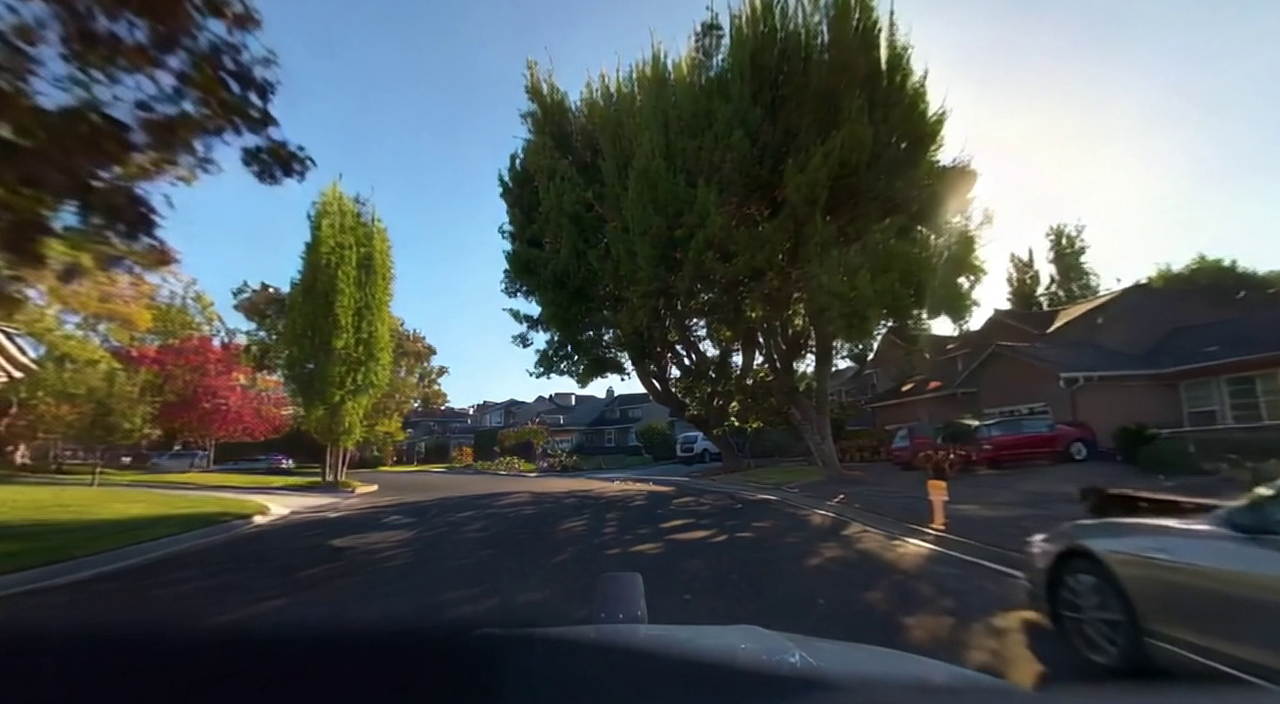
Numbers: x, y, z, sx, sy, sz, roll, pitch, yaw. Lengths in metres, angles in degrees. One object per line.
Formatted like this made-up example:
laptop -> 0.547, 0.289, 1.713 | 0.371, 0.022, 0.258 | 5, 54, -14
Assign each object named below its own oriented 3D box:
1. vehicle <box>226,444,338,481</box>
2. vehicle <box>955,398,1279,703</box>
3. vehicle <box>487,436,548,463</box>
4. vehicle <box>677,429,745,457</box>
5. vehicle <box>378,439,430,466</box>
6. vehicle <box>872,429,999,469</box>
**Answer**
vehicle -> -16.911, 5.201, 29.791 | 4.330, 1.657, 2.037 | -3, -9, 15
vehicle -> 3.441, 0.914, 2.335 | 1.998, 1.489, 4.722 | 0, -9, -1
vehicle -> -8.526, 6.846, 44.367 | 2.064, 1.758, 5.132 | -3, -9, 16
vehicle -> 4.900, 6.246, 42.899 | 2.208, 1.773, 5.065 | -7, -11, 39
vehicle -> -17.637, 7.505, 47.272 | 1.987, 1.484, 4.477 | -1, -3, 4
vehicle -> 11.374, 3.718, 24.277 | 4.252, 1.429, 1.907 | 3, -9, -20
